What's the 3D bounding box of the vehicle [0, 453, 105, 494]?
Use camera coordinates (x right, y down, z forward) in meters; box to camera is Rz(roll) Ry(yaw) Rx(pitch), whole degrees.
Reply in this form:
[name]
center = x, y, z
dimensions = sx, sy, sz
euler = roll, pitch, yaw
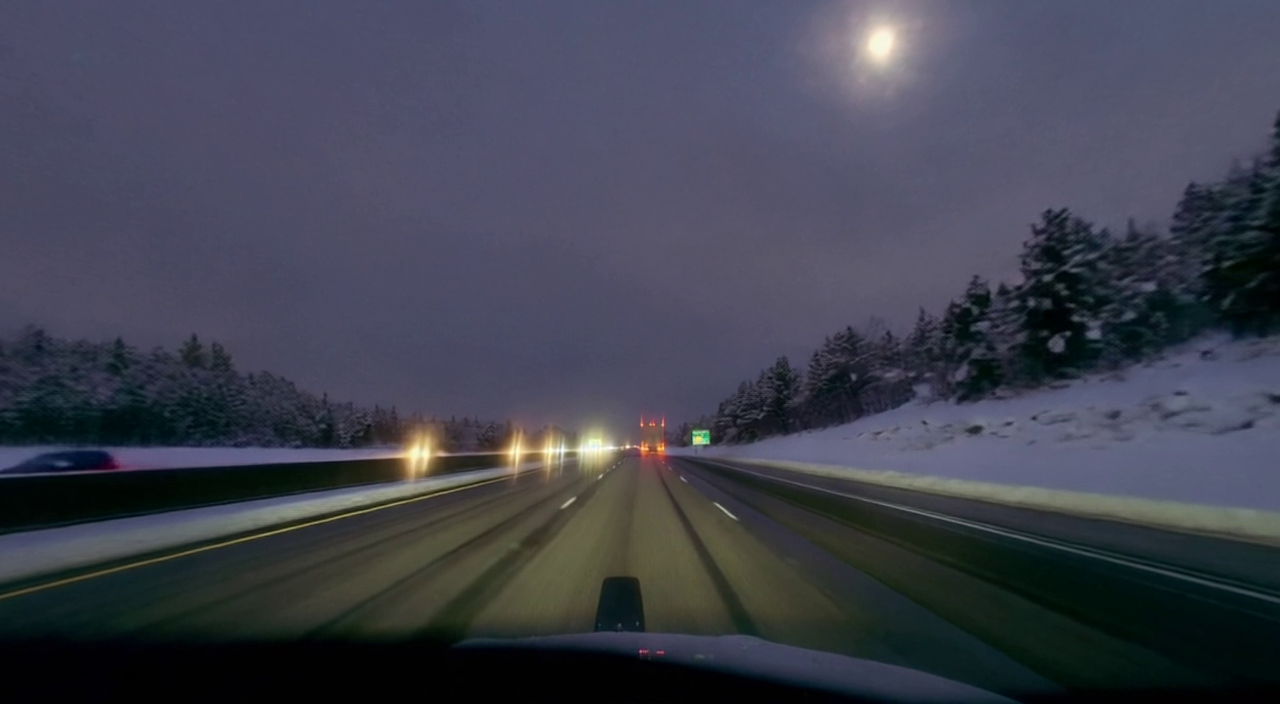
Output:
[vehicle]
center = -25.715, 5.062, 26.622
dimensions = 1.921, 1.521, 4.706
euler = 0, -9, 1
